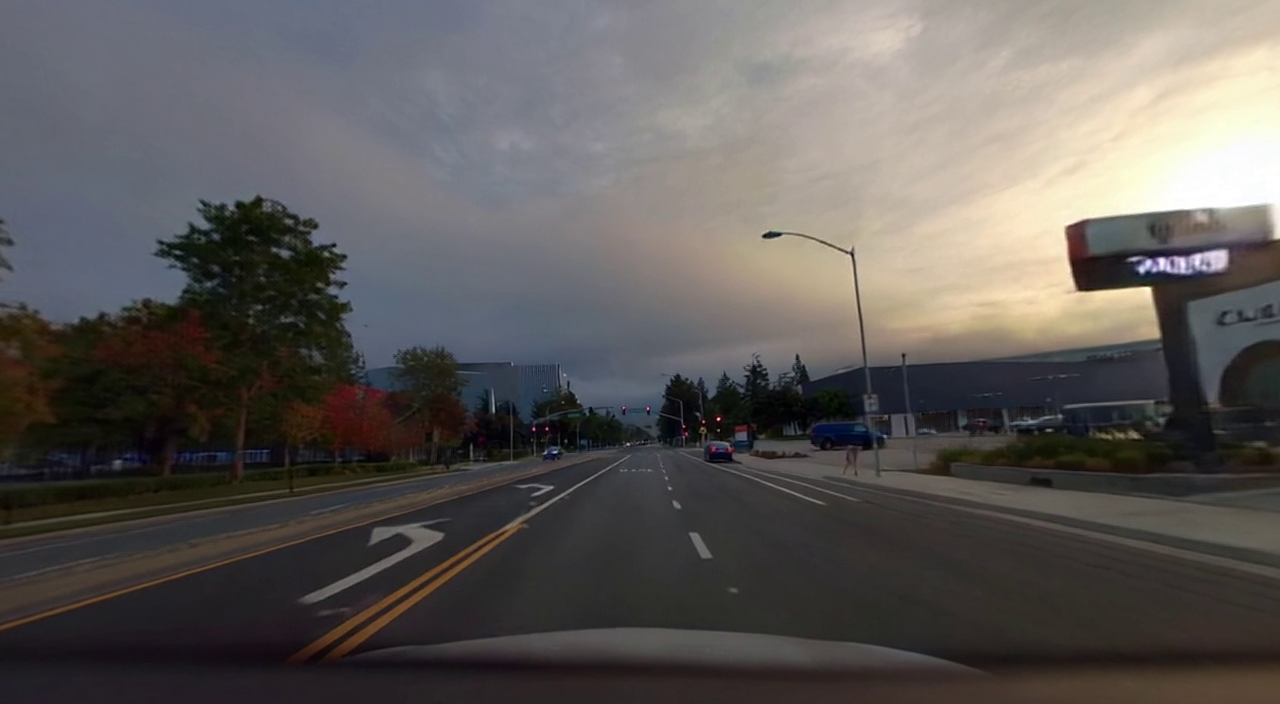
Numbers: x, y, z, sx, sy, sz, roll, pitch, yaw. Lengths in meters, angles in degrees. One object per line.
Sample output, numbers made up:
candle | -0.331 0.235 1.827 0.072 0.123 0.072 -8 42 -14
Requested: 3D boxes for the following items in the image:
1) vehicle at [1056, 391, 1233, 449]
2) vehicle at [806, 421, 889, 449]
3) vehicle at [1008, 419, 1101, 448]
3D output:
vehicle | 17.254 2.457 21.938 2.059 1.788 4.708 0 -8 -3
vehicle | 16.025 6.483 48.803 5.546 2.117 2.443 0 -9 0
vehicle | 23.938 4.779 36.592 1.943 1.531 4.579 1 -9 -7
